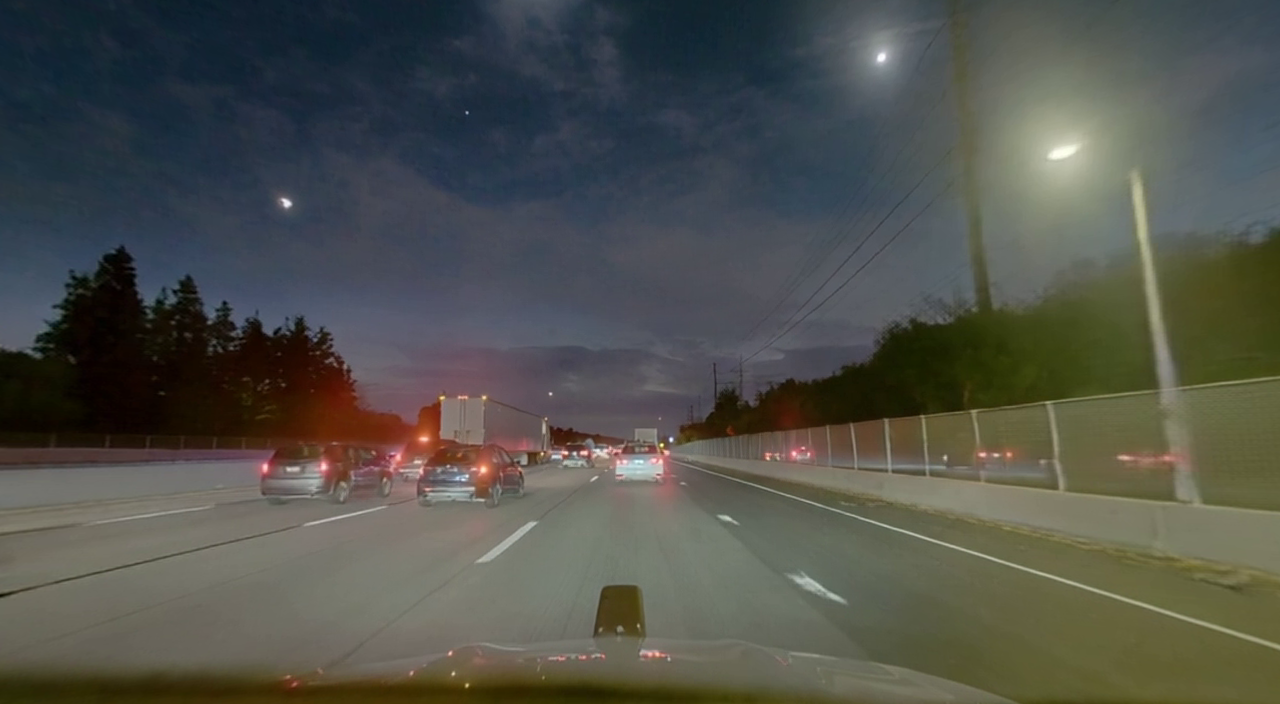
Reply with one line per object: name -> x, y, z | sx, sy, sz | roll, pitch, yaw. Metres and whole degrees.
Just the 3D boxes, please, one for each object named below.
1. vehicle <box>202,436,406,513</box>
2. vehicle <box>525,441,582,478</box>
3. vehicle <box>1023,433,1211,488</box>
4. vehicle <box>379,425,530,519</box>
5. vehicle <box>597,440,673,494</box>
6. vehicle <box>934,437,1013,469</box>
vehicle -> -7.628, 2.816, 15.086 | 2.165, 1.511, 4.810 | 0, -8, 1
vehicle -> -3.730, 4.747, 28.080 | 1.870, 1.485, 4.304 | 0, -8, 1
vehicle -> 14.262, 3.270, 19.365 | 1.949, 1.472, 4.795 | 0, -9, -1
vehicle -> -3.796, 2.528, 13.841 | 1.923, 1.716, 4.289 | 0, -8, 1
vehicle -> -0.157, 3.472, 19.461 | 2.089, 1.477, 3.818 | 0, -8, -1
vehicle -> 17.919, 5.438, 34.181 | 1.936, 1.591, 4.362 | 0, -9, 1
